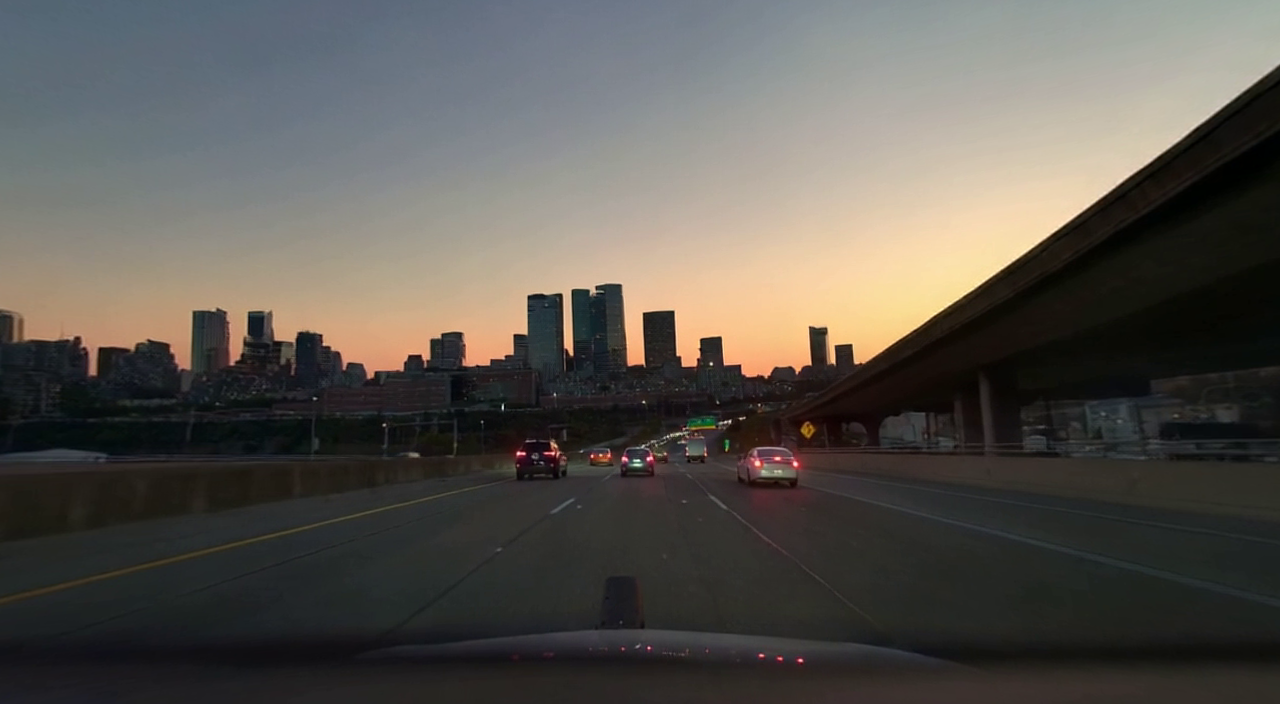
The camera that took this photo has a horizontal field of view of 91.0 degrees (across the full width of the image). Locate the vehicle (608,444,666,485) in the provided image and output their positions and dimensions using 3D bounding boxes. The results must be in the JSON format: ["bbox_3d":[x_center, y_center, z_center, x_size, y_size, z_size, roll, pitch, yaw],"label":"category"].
[{"bbox_3d":[-0.072,4.416,25.100,2.089,1.493,3.964,0,-8,1],"label":"vehicle"}]

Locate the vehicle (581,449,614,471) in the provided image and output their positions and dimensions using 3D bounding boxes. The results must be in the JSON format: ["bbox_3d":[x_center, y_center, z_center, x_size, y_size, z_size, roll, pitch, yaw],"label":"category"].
[{"bbox_3d":[-2.968,7.661,44.883,1.868,1.431,4.055,0,-8,3],"label":"vehicle"}]

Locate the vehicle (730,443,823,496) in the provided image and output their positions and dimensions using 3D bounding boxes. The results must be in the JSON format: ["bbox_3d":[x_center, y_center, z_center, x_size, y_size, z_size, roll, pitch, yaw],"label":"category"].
[{"bbox_3d":[4.149,3.624,19.824,1.974,1.490,3.994,0,-8,0],"label":"vehicle"}]

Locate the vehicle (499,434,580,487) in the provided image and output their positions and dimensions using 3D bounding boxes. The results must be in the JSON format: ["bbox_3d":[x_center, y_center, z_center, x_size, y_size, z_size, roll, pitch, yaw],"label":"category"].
[{"bbox_3d":[-3.738,4.149,24.383,2.142,1.819,4.648,0,-8,3],"label":"vehicle"}]
